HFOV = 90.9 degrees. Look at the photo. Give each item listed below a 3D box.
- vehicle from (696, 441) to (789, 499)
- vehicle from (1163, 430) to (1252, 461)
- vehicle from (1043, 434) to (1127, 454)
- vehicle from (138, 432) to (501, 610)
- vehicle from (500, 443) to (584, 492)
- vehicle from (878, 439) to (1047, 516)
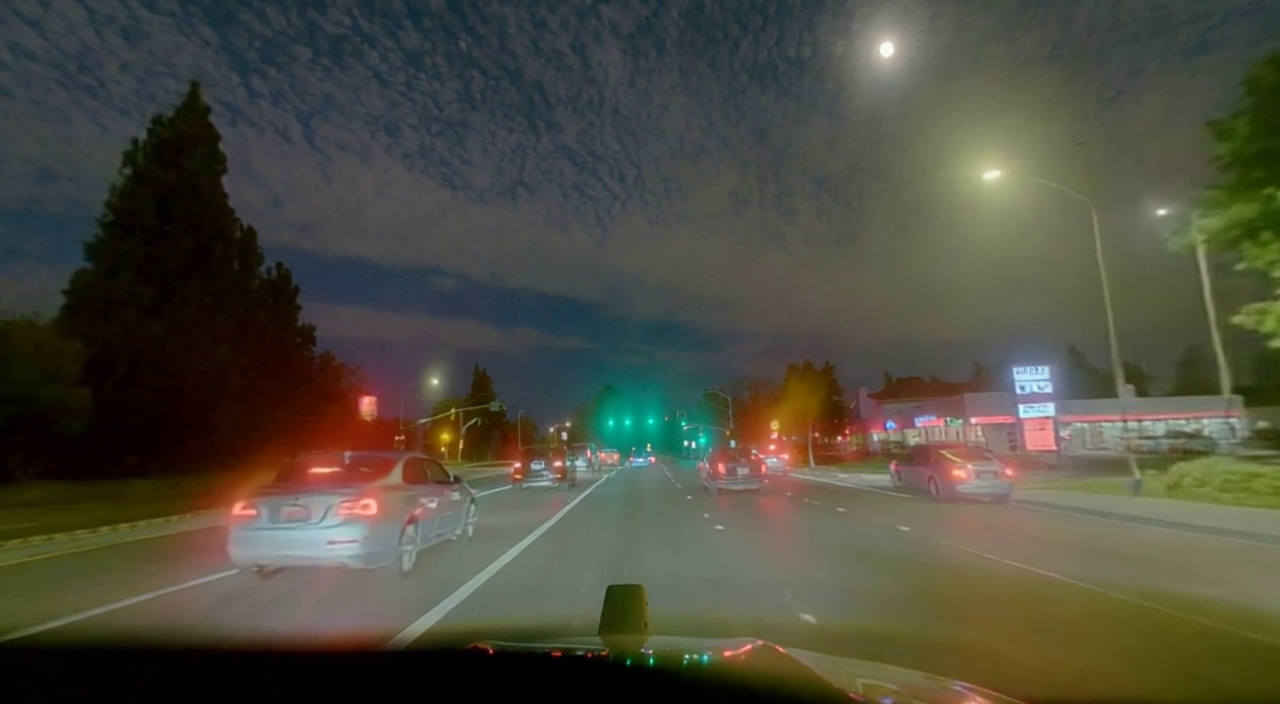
[{"bbox_3d":[2.887,3.429,18.734,2.004,1.512,4.206,0,-9,-1],"label":"vehicle"},{"bbox_3d":[29.292,4.827,32.702,1.793,1.478,4.462,-5,-9,20],"label":"vehicle"},{"bbox_3d":[34.399,7.156,48.852,1.830,1.465,4.910,4,-10,-26],"label":"vehicle"},{"bbox_3d":[-3.150,1.736,7.479,1.952,1.457,4.372,0,-9,1],"label":"vehicle"},{"bbox_3d":[-3.258,3.951,22.000,2.087,1.494,4.626,0,-9,2],"label":"vehicle"},{"bbox_3d":[7.499,2.926,15.340,2.070,1.547,4.941,-1,-9,8],"label":"vehicle"}]
